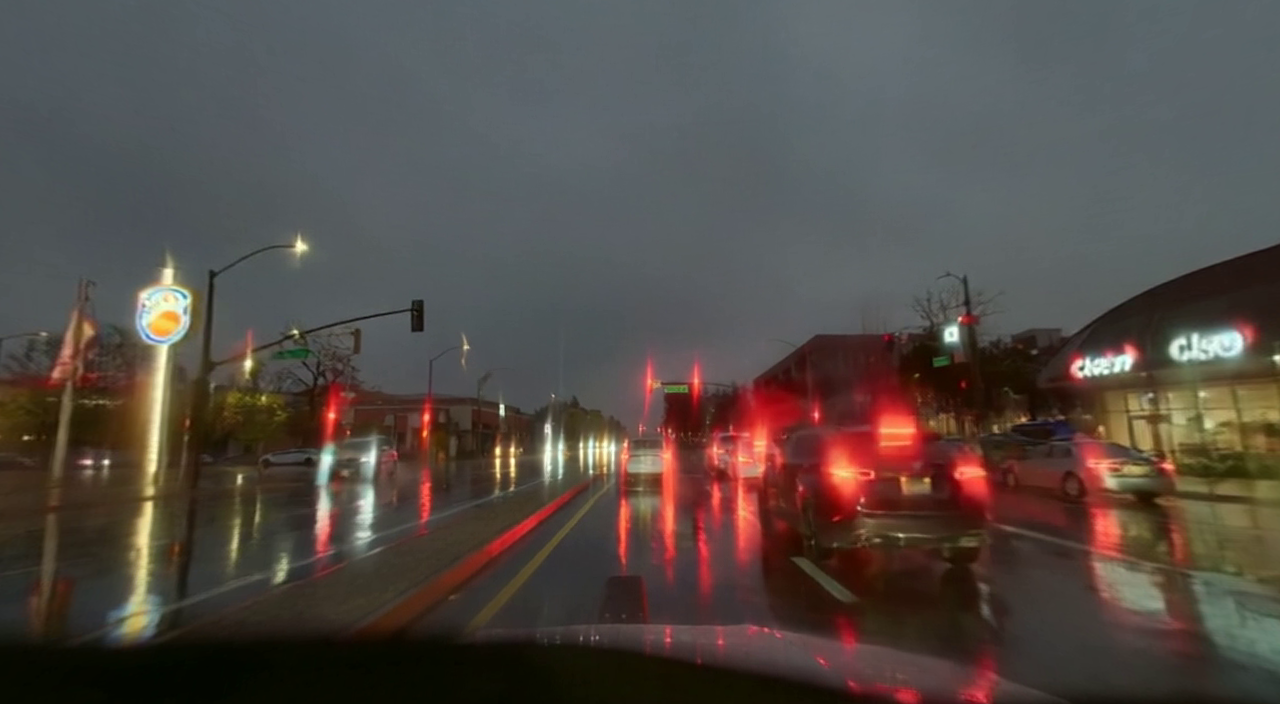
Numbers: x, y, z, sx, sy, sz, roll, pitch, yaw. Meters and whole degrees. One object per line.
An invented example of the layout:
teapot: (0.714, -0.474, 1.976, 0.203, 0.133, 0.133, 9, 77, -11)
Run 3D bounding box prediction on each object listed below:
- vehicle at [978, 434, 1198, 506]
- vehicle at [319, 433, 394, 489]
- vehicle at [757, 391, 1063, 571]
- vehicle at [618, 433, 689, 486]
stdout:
vehicle: (10.592, 2.805, 15.497, 1.881, 1.463, 4.726, 0, -8, -1)
vehicle: (-9.926, 3.786, 22.351, 2.106, 1.751, 4.554, 3, -9, -21)
vehicle: (3.162, 1.648, 8.840, 2.038, 1.787, 4.946, 0, -8, -1)
vehicle: (0.361, 3.404, 20.237, 2.073, 1.496, 3.892, 0, -8, -1)
